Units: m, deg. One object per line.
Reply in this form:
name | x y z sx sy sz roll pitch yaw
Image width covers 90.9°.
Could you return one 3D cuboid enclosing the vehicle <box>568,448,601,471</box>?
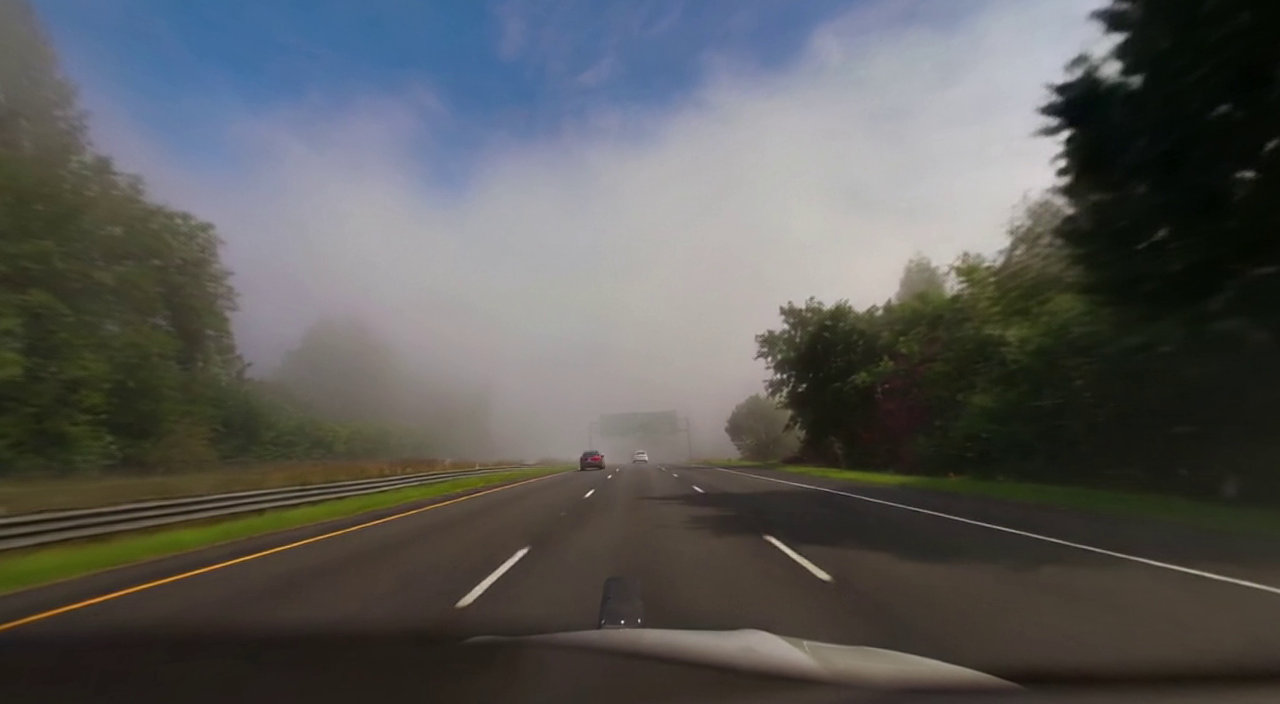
vehicle | -3.717 7.302 42.898 1.918 1.510 4.006 0 -9 0
